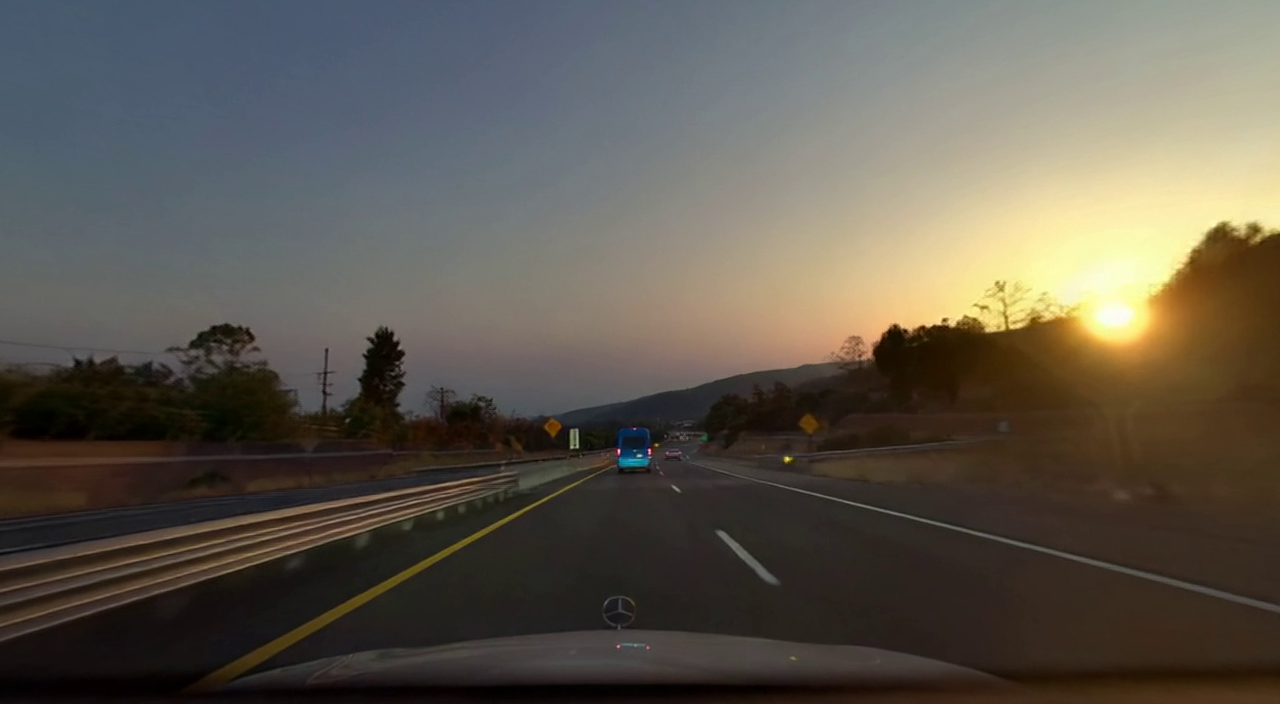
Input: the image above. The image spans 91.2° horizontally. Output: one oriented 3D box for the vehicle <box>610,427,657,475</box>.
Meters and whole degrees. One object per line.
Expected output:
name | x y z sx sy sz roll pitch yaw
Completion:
vehicle | -0.371 5.878 37.250 2.560 2.598 5.581 0 -9 0
